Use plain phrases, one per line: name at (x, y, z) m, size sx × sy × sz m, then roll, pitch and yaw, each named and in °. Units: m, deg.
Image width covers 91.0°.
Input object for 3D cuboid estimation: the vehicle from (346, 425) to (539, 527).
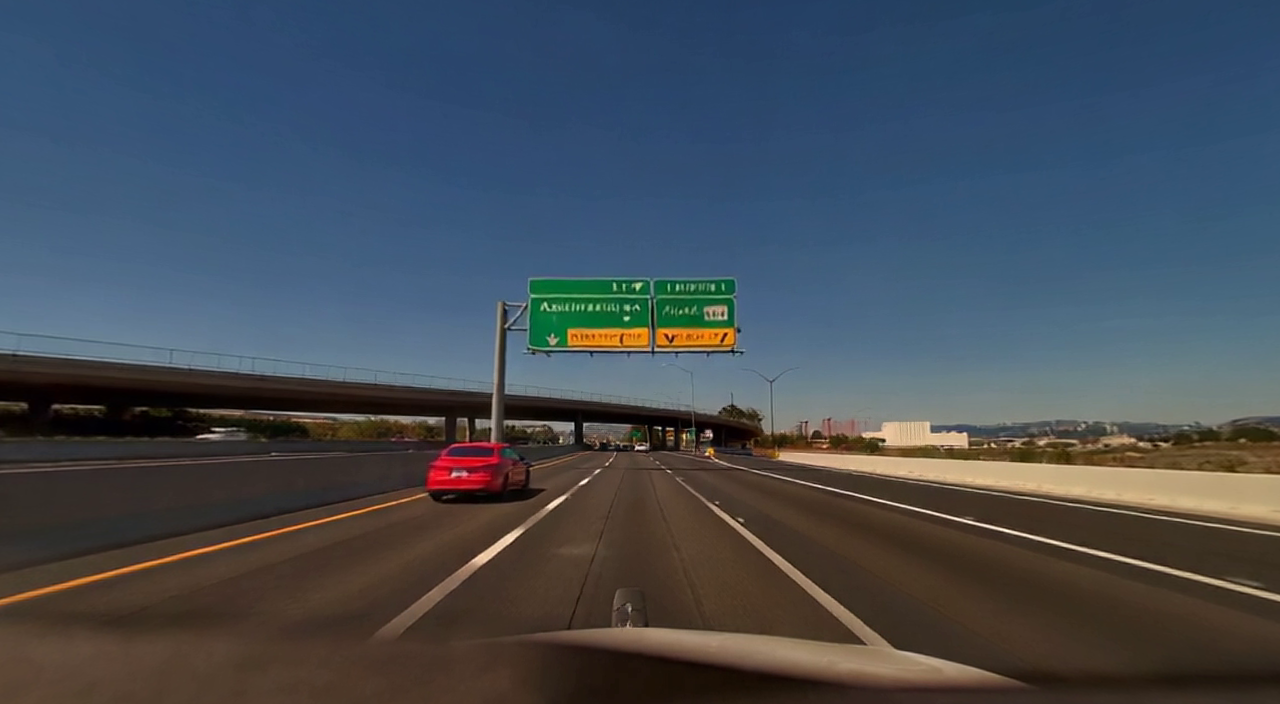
vehicle at (-3.583, 2.356, 12.659) m, size 2.160 × 1.608 × 5.012 m, roll 0°, pitch -8°, yaw 1°
